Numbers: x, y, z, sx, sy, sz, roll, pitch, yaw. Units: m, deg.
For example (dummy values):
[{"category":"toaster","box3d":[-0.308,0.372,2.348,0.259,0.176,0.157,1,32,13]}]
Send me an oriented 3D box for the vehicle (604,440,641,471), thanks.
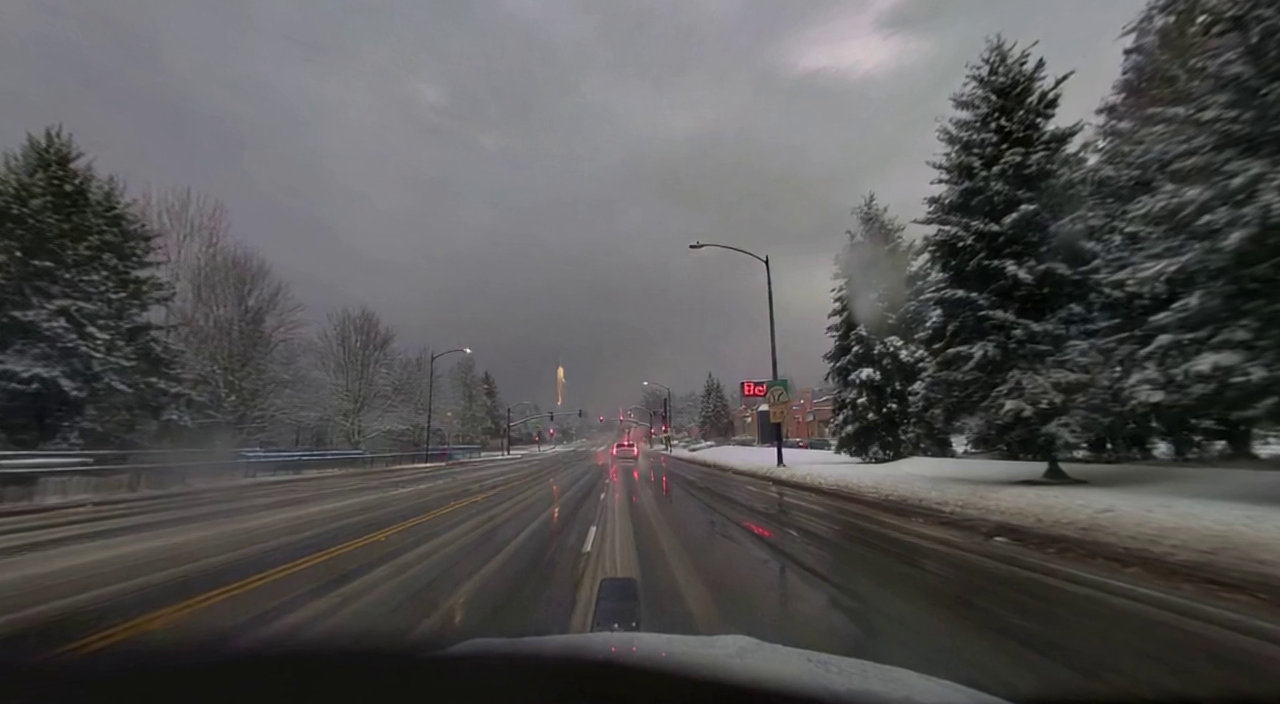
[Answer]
[{"category":"vehicle","box3d":[-0.961,5.916,36.372,2.024,1.628,4.774,0,-8,-1]}]
